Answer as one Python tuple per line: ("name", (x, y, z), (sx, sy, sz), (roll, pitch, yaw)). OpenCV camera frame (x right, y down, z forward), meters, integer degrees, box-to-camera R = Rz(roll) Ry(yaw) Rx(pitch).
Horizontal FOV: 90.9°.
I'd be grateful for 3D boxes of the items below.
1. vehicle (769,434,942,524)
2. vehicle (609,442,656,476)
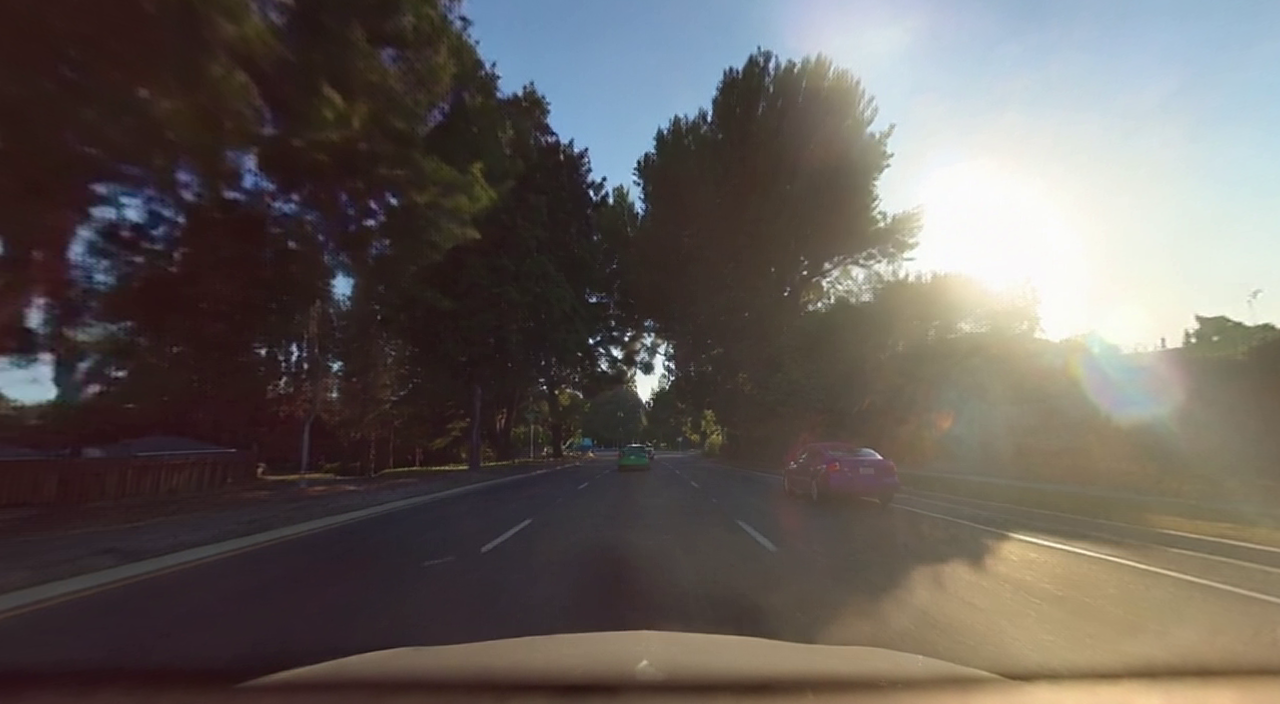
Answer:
("vehicle", (4.113, 2.463, 12.956), (1.943, 1.471, 4.515), (-1, -8, 0))
("vehicle", (-0.337, 5.378, 32.126), (2.206, 1.525, 4.695), (-1, -8, 1))
